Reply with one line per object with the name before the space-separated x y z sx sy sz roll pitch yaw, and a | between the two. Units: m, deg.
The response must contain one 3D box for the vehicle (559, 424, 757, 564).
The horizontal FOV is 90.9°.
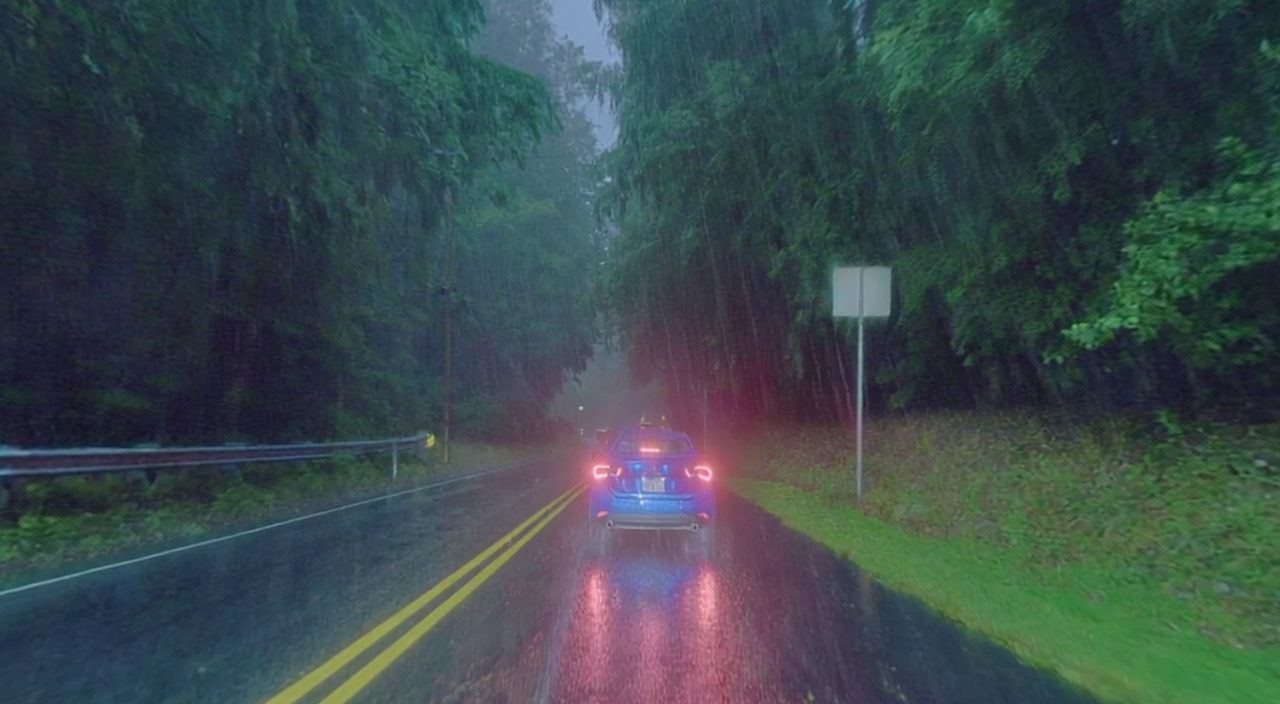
vehicle | 0.233 1.850 8.913 2.187 1.533 3.726 0 -8 1
